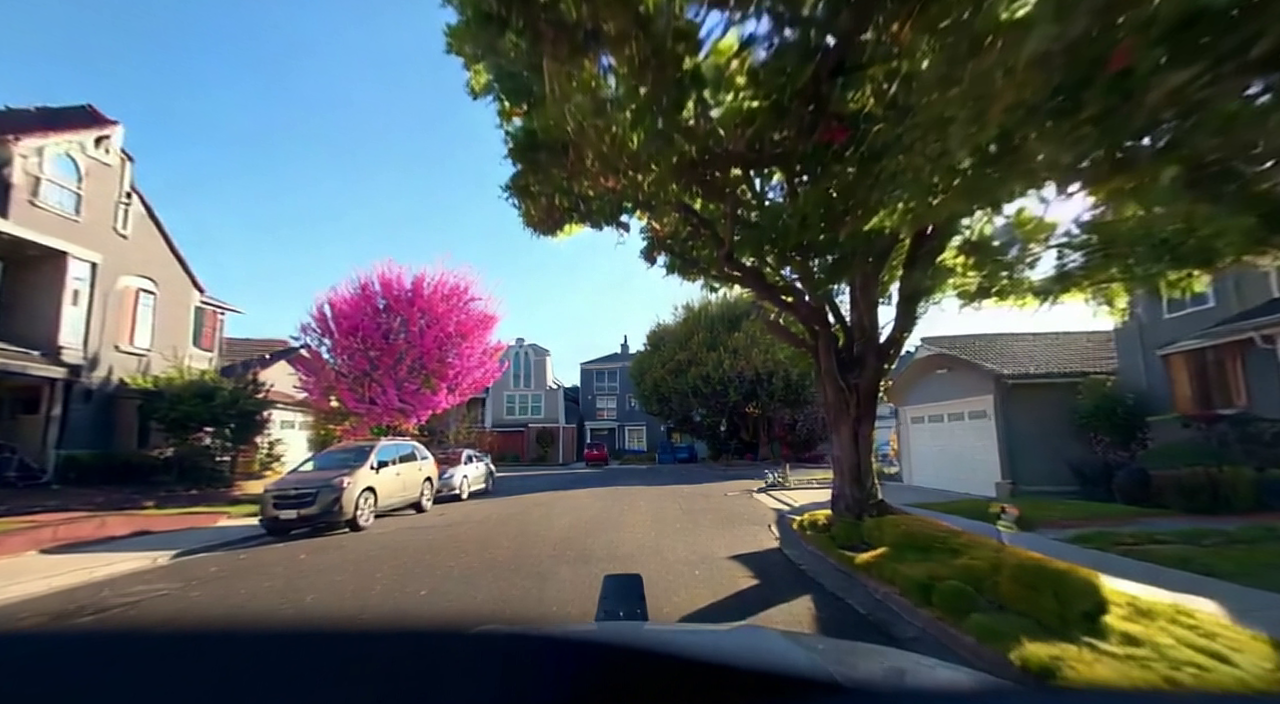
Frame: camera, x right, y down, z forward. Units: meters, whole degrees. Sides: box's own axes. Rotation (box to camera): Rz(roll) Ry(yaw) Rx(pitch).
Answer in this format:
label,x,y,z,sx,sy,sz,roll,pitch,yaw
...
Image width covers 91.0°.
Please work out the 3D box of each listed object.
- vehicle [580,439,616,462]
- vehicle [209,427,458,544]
label,x,y,z,sx,sy,sz,roll,pitch,yaw
vehicle,-2.892,6.975,44.629,1.968,1.491,4.486,-1,-9,4
vehicle,-5.467,2.427,12.183,2.139,1.783,4.717,-1,-9,5
